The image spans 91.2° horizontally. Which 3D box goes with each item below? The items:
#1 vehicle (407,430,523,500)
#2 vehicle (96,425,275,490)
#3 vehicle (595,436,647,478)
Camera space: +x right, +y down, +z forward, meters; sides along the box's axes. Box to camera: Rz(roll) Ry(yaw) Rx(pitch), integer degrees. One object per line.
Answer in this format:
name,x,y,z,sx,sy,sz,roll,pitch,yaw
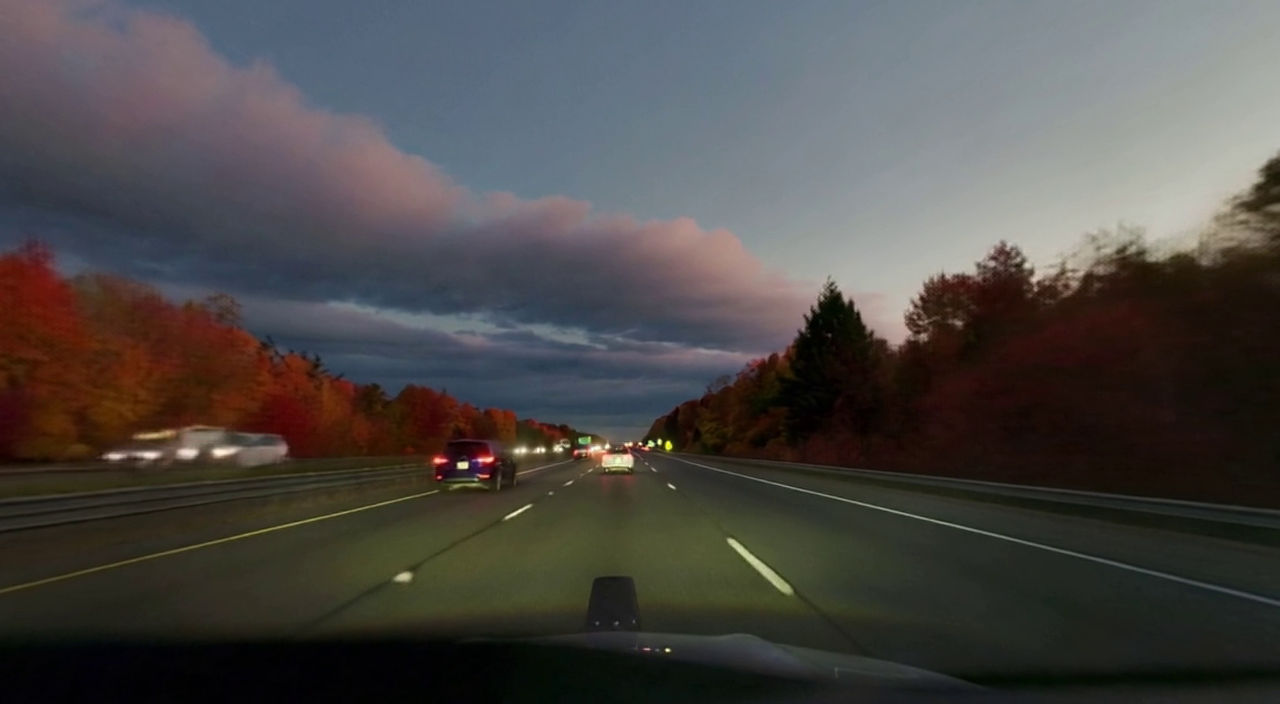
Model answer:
vehicle,-4.784,3.169,17.930,1.974,1.688,4.727,-1,-9,0
vehicle,-13.418,3.157,18.966,2.019,1.666,4.565,0,-9,-1
vehicle,-0.819,4.617,27.646,2.115,1.661,4.049,0,-9,-1
